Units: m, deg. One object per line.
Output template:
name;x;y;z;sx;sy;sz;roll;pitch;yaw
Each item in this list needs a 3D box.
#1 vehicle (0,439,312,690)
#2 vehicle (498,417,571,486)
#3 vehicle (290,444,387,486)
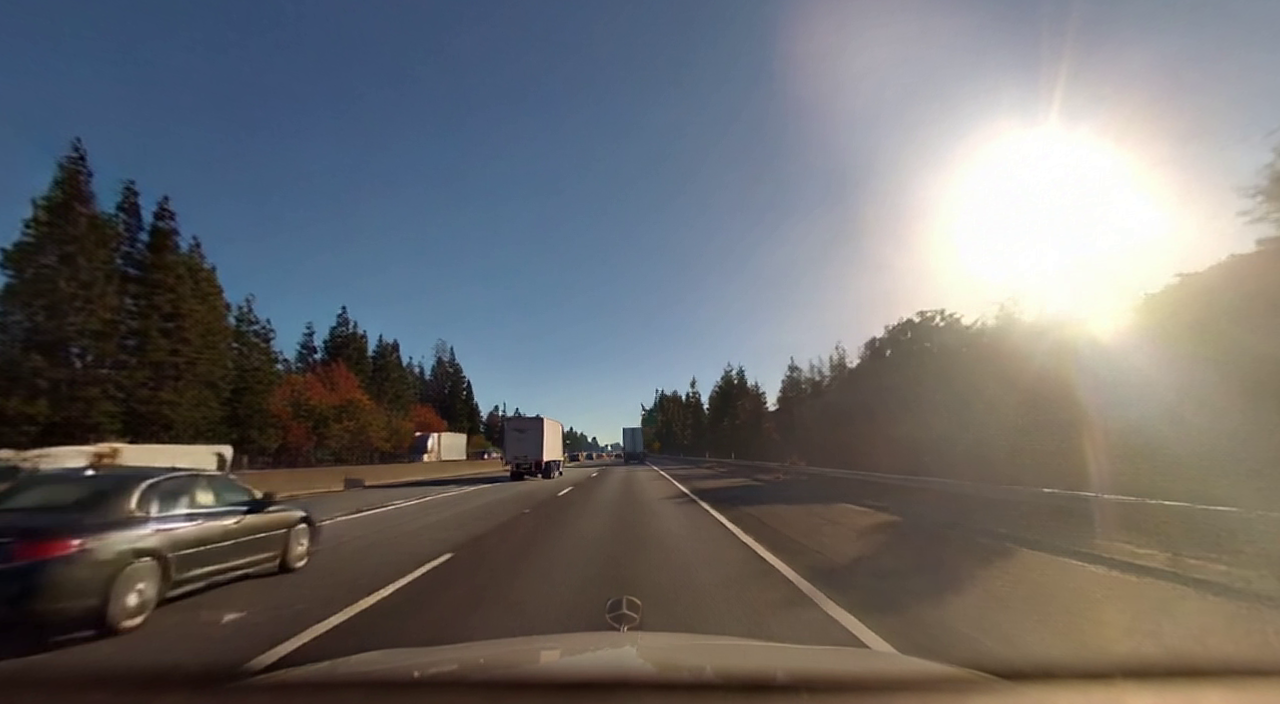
vehicle;-4.743;1.419;4.772;1.979;1.459;4.643;0;-9;1
vehicle;-4.685;4.595;29.277;2.368;2.813;6.329;0;-9;-1
vehicle;-14.030;5.286;29.768;2.136;1.786;4.844;0;-9;0
